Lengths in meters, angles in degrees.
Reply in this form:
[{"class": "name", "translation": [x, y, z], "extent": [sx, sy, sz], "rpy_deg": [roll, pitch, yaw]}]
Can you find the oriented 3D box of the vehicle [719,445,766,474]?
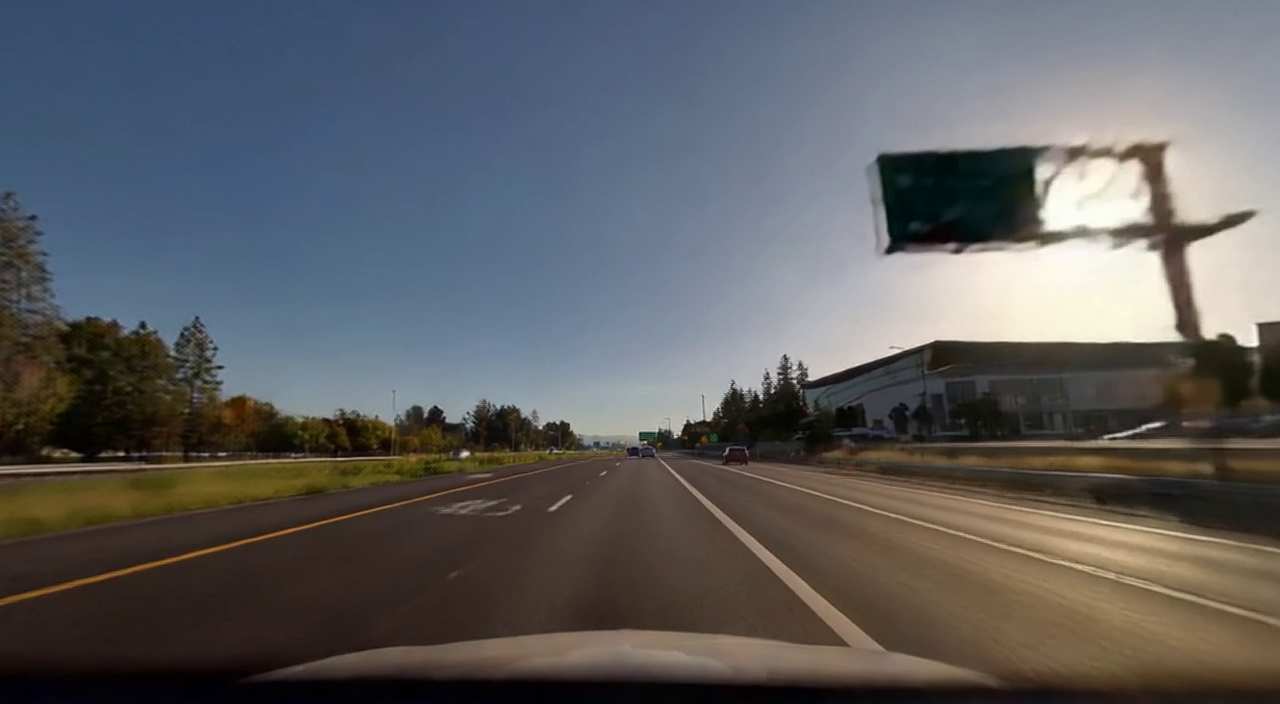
[{"class": "vehicle", "translation": [6.173, 6.507, 38.371], "extent": [2.085, 1.594, 4.848], "rpy_deg": [0, -9, 0]}]
